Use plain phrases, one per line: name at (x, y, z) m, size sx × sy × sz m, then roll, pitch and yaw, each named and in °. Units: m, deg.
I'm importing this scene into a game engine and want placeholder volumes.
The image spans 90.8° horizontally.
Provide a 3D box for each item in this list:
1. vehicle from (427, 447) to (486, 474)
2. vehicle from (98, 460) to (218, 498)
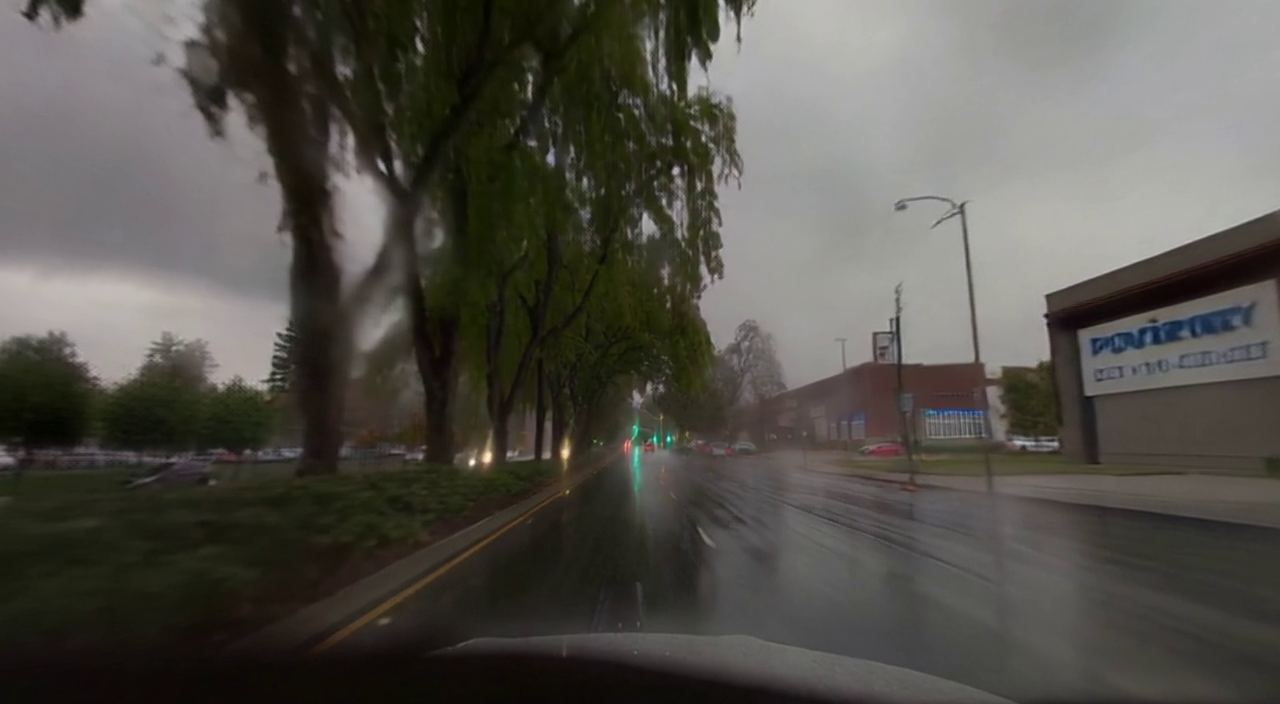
vehicle at (-10.862, 6.463, 37.804) m, size 2.031 × 1.481 × 4.577 m, roll -1°, pitch -9°, yaw 2°
vehicle at (-21.438, 5.625, 28.374) m, size 1.847 × 1.454 × 4.413 m, roll 0°, pitch -9°, yaw 1°
